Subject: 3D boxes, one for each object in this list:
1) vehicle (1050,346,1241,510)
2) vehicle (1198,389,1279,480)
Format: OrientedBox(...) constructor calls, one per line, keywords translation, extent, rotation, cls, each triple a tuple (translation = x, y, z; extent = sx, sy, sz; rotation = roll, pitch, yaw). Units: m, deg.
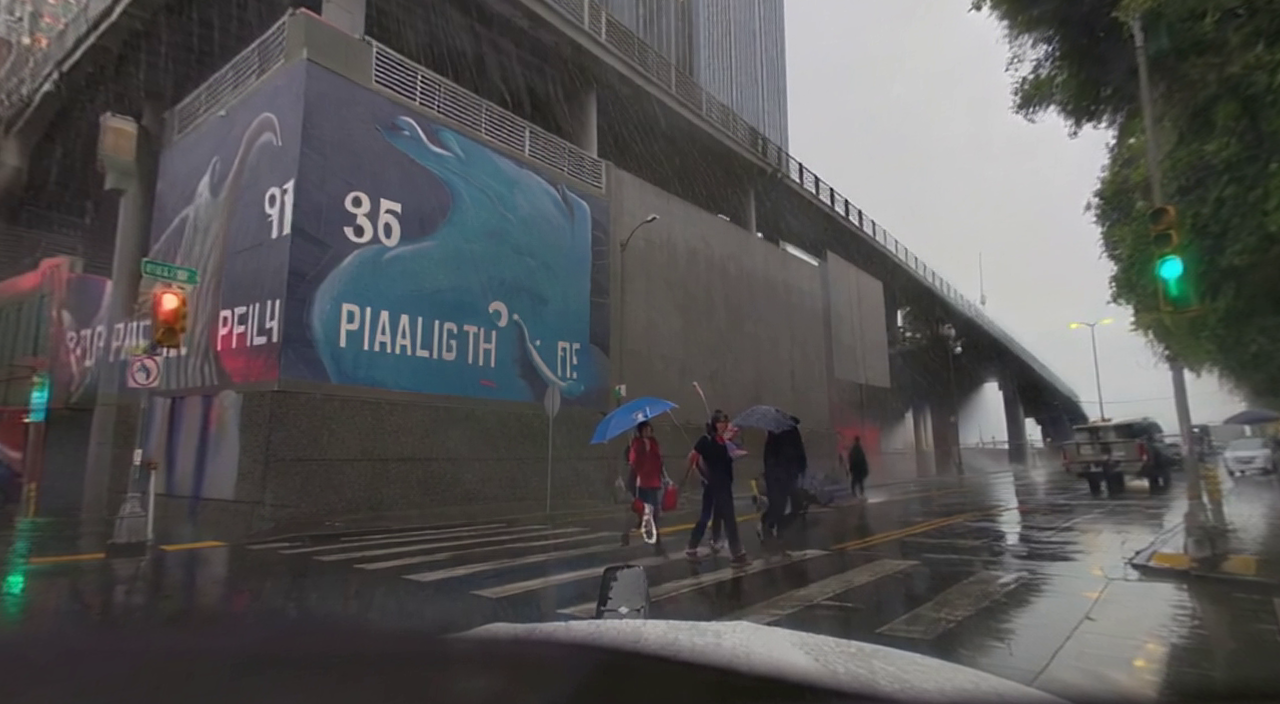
OrientedBox(translation=(15.758, 2.387, 19.224), extent=(9.347, 3.893, 2.849), rotation=(7, -11, -42), cls="vehicle")
OrientedBox(translation=(32.712, 4.439, 33.448), extent=(12.015, 4.103, 2.920), rotation=(8, -11, -43), cls="vehicle")
